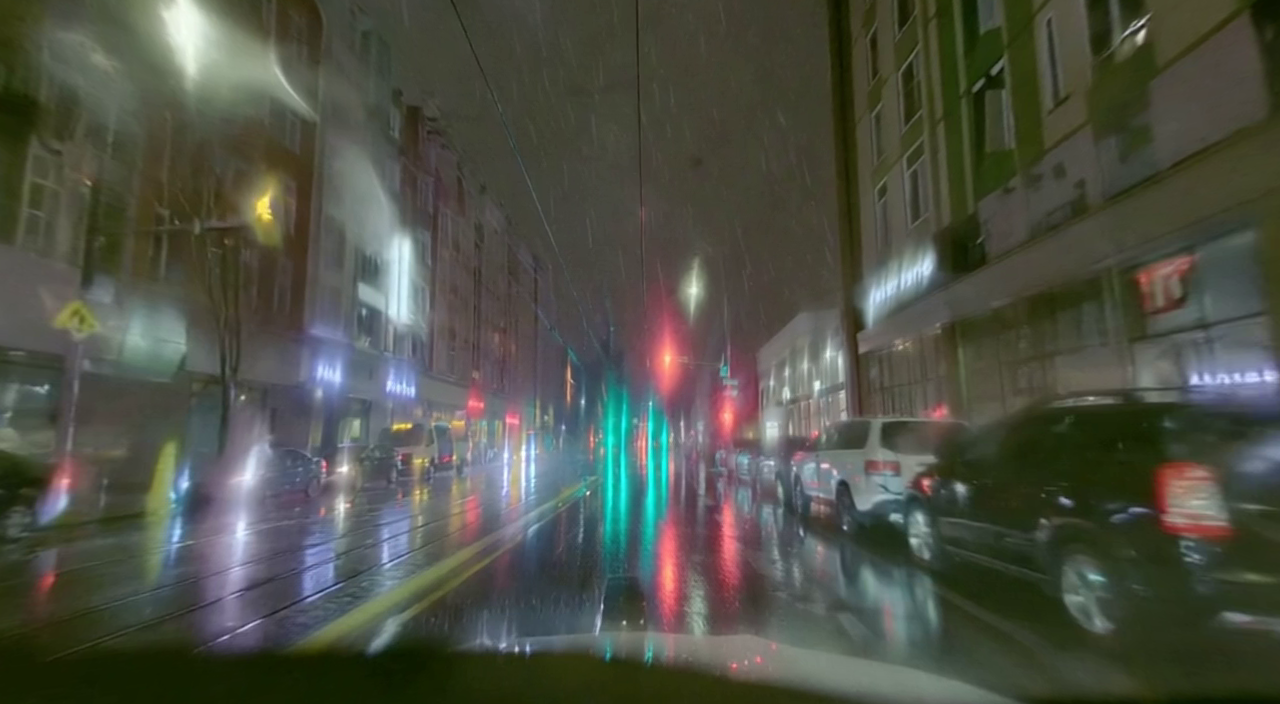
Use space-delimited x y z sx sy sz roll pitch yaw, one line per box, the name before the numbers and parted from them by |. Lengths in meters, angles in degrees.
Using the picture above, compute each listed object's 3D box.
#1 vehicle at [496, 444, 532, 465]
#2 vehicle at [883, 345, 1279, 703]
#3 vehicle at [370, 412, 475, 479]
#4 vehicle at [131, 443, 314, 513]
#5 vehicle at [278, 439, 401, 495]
vehicle | -9.460 7.719 47.495 1.897 1.464 4.209 0 -8 -1
vehicle | 3.591 1.087 4.563 1.879 1.645 4.461 0 -8 0
vehicle | -9.897 4.394 29.465 2.291 2.745 6.492 0 -9 3
vehicle | -10.192 3.043 15.789 1.841 1.488 3.852 0 -8 2
vehicle | -9.914 3.784 21.241 1.837 1.668 4.354 -1 -8 3
